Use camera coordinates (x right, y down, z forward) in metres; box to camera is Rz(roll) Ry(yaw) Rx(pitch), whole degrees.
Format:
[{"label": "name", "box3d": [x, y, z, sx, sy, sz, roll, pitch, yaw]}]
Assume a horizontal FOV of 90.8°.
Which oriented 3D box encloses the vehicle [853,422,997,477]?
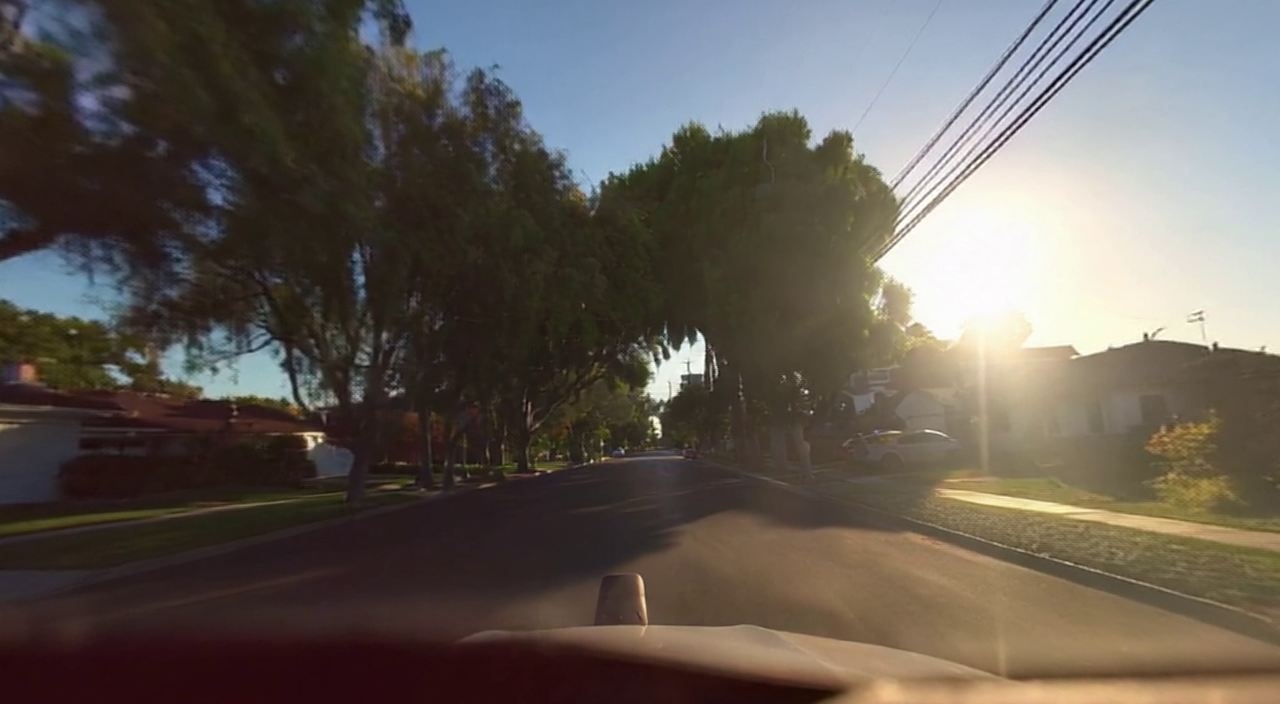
[{"label": "vehicle", "box3d": [11.152, 3.866, 25.036, 4.555, 1.803, 2.151, -3, -9, 0]}]
